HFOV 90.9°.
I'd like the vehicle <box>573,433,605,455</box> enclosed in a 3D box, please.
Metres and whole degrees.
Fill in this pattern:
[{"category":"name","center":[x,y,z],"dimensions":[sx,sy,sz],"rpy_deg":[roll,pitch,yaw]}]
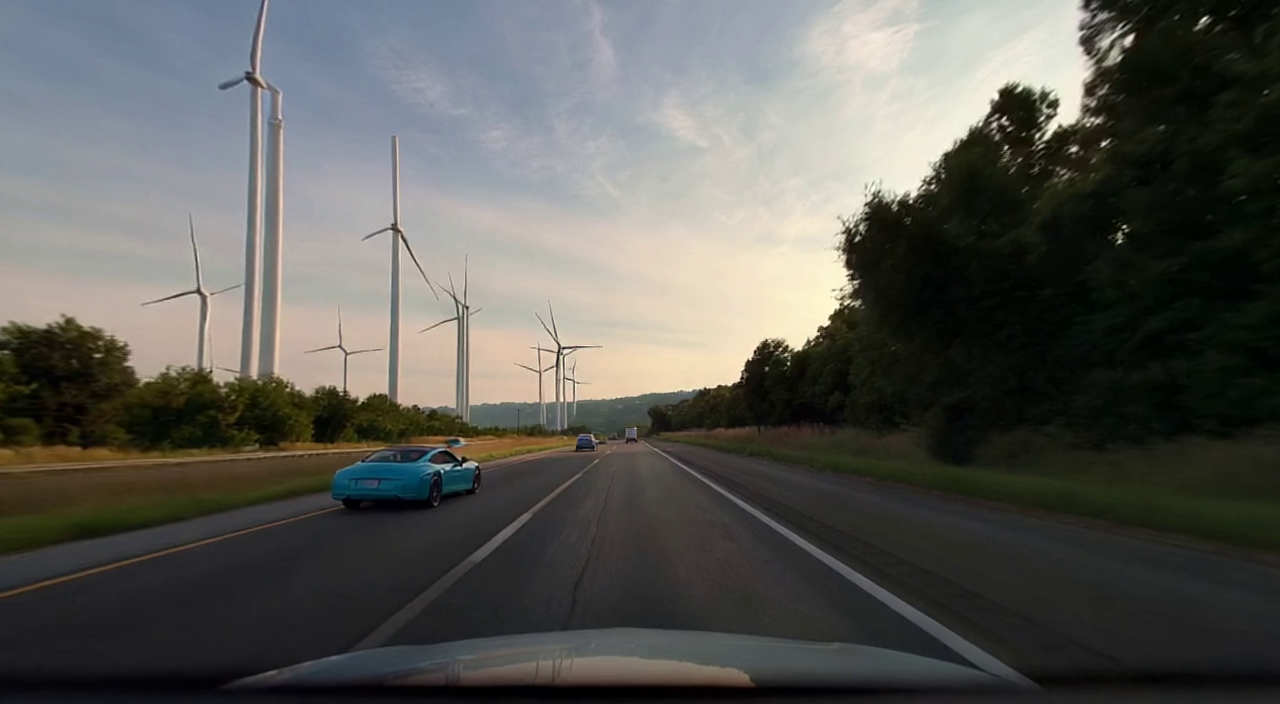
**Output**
[{"category":"vehicle","center":[-3.538,6.399,44.123],"dimensions":[2.024,1.456,3.754],"rpy_deg":[0,-8,-1]}]

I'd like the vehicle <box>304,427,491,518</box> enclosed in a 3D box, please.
[{"category":"vehicle","center":[-4.324,2.187,12.069],"dimensions":[1.969,1.413,4.194],"rpy_deg":[0,-8,-1]}]
